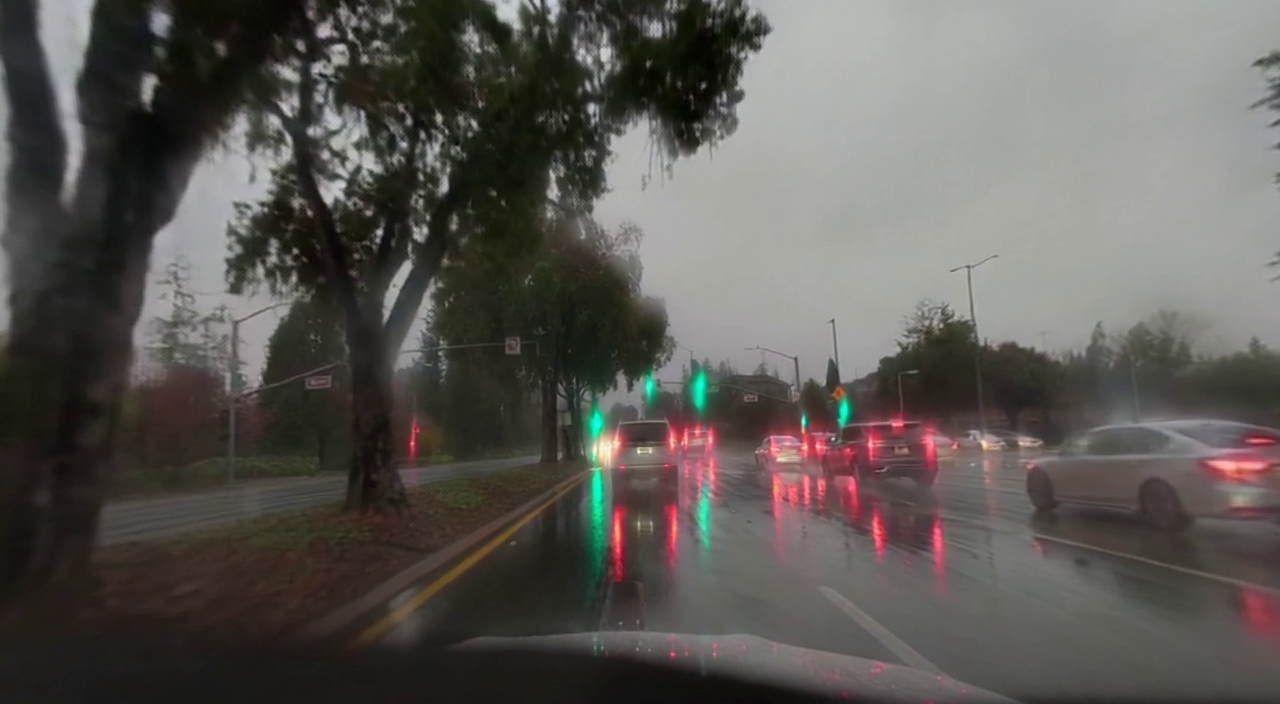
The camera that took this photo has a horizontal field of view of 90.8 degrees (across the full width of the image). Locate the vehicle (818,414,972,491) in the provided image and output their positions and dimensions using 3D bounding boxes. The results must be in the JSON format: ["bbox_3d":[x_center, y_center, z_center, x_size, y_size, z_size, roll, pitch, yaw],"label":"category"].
[{"bbox_3d":[7.096,2.900,18.397,2.251,1.873,5.346,0,-9,0],"label":"vehicle"}]

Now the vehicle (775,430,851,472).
[{"bbox_3d":[7.345,4.261,27.283,2.025,1.642,4.189,0,-9,0],"label":"vehicle"}]

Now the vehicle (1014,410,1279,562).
[{"bbox_3d":[7.374,1.630,8.265,2.004,1.504,4.836,0,-9,0],"label":"vehicle"}]

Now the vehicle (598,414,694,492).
[{"bbox_3d":[0.148,2.813,17.682,2.353,1.894,4.122,0,-9,0],"label":"vehicle"}]

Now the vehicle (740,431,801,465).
[{"bbox_3d":[7.341,5.482,36.181,2.440,1.775,4.791,0,-9,0],"label":"vehicle"}]
